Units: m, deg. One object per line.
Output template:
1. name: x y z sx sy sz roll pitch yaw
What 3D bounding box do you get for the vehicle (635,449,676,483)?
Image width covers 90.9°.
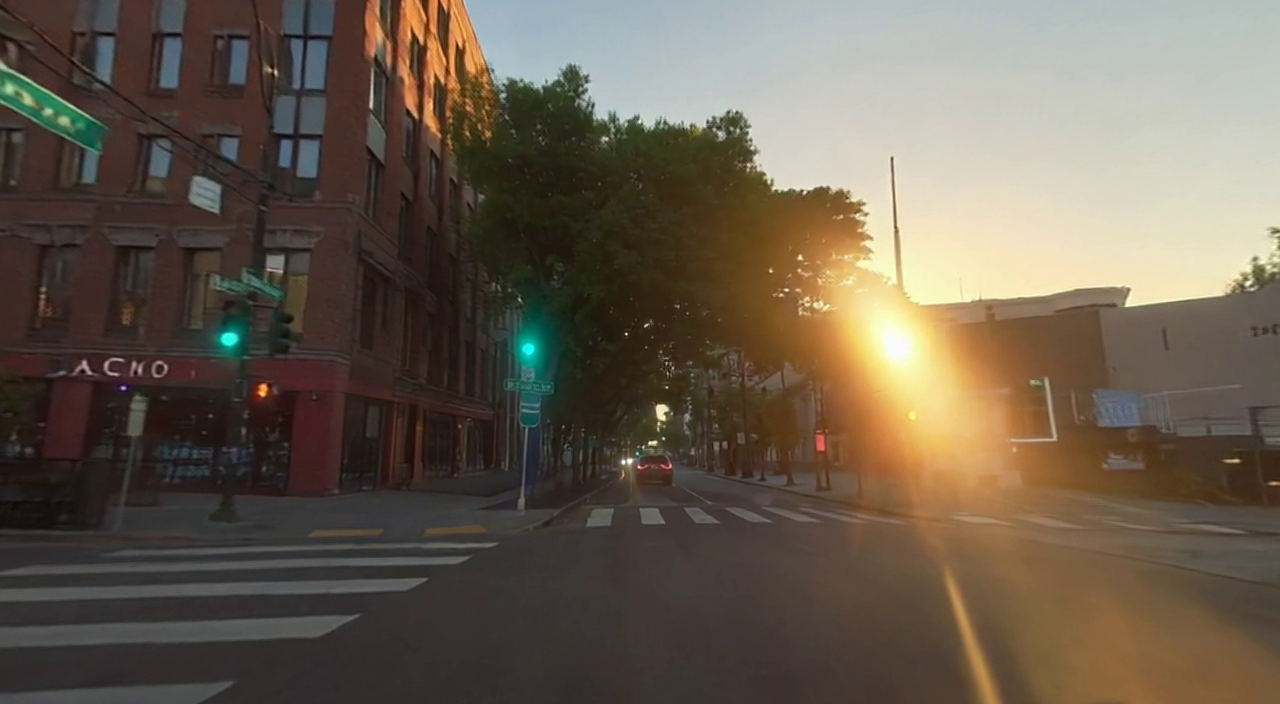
1. vehicle: 0.794 6.189 34.428 2.079 1.621 3.861 -1 -8 0
